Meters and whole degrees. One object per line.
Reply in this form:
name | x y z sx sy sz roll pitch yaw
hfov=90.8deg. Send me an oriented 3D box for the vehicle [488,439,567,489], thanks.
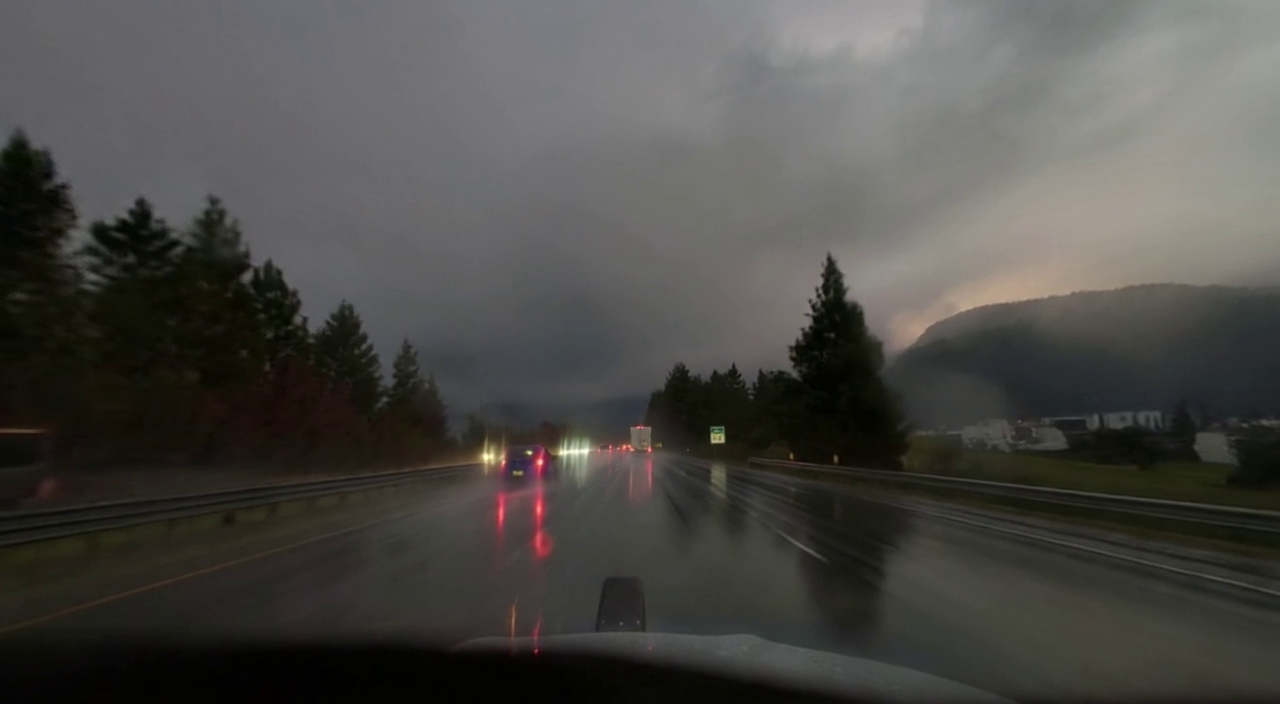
vehicle | -3.825 3.890 22.143 2.018 1.548 3.849 0 -9 0
